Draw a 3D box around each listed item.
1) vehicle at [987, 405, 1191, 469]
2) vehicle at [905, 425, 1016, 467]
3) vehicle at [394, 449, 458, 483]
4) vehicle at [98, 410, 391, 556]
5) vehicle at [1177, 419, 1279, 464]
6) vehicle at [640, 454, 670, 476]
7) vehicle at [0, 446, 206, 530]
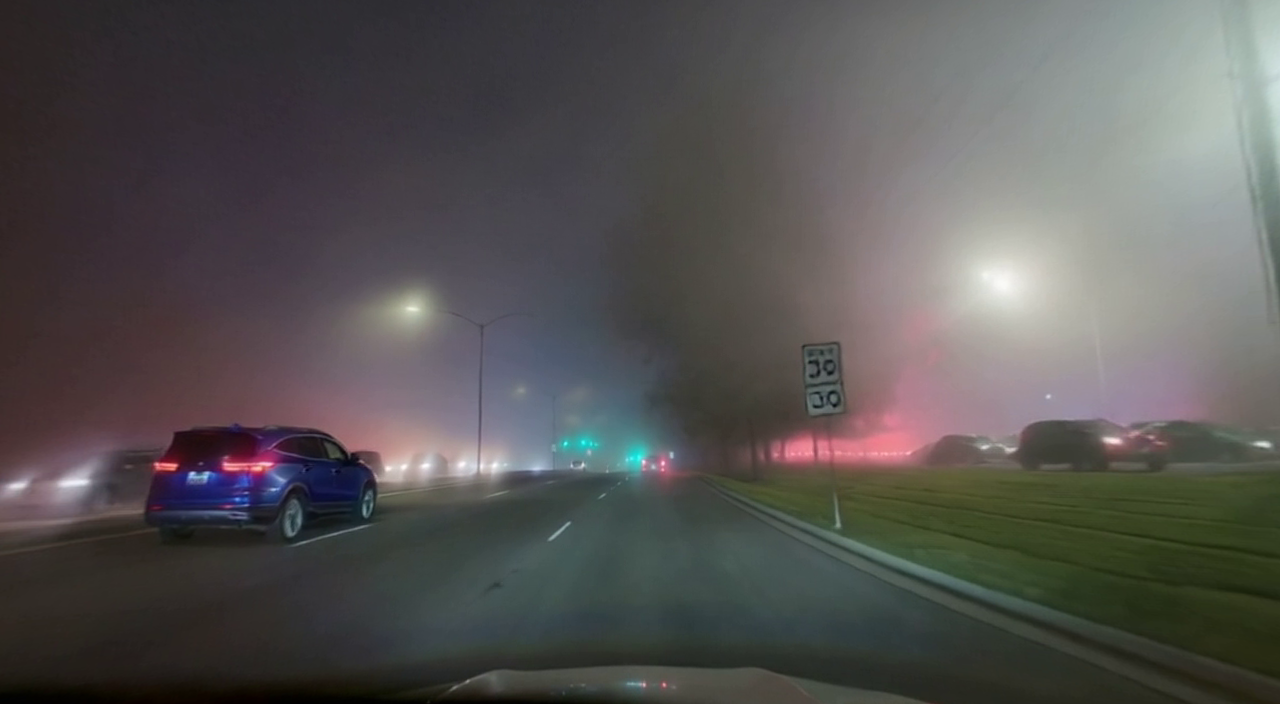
[{"bbox_3d":[13.513,2.654,19.445,1.950,1.697,4.906,2,-9,-15],"label":"vehicle"},{"bbox_3d":[12.857,3.833,25.657,1.884,1.522,4.642,0,-8,-3],"label":"vehicle"},{"bbox_3d":[-11.850,6.316,35.242,1.953,1.697,4.725,0,-8,-1],"label":"vehicle"},{"bbox_3d":[-6.092,2.042,10.517,2.027,1.908,4.273,0,-8,1],"label":"vehicle"},{"bbox_3d":[21.936,3.074,21.625,1.933,1.487,5.136,1,-9,-10],"label":"vehicle"},{"bbox_3d":[1.070,8.237,46.147,2.091,1.494,3.962,0,-8,1],"label":"vehicle"},{"bbox_3d":[-11.937,2.865,13.887,1.871,1.539,3.929,0,-8,0],"label":"vehicle"}]
